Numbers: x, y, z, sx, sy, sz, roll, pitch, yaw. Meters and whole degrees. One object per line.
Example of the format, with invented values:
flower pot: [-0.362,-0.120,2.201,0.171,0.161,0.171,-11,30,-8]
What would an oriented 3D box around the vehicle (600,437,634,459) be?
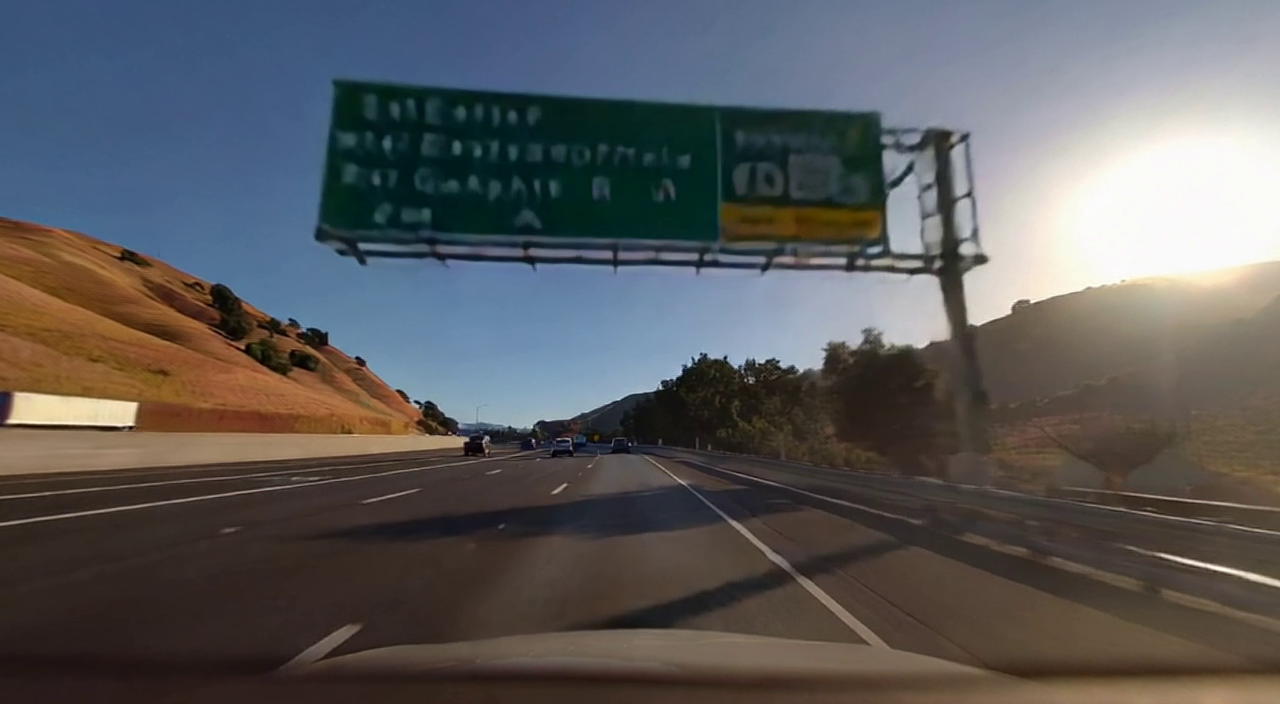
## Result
vehicle: [-1.759,7.320,47.939,2.421,1.594,4.248,0,-9,-2]

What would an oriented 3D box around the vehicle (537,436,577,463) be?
vehicle: [-5.343,6.330,41.061,2.060,1.631,4.214,0,-9,-1]

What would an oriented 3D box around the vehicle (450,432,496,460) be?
vehicle: [-12.435,7.057,47.304,2.219,1.923,4.985,0,-9,-1]
